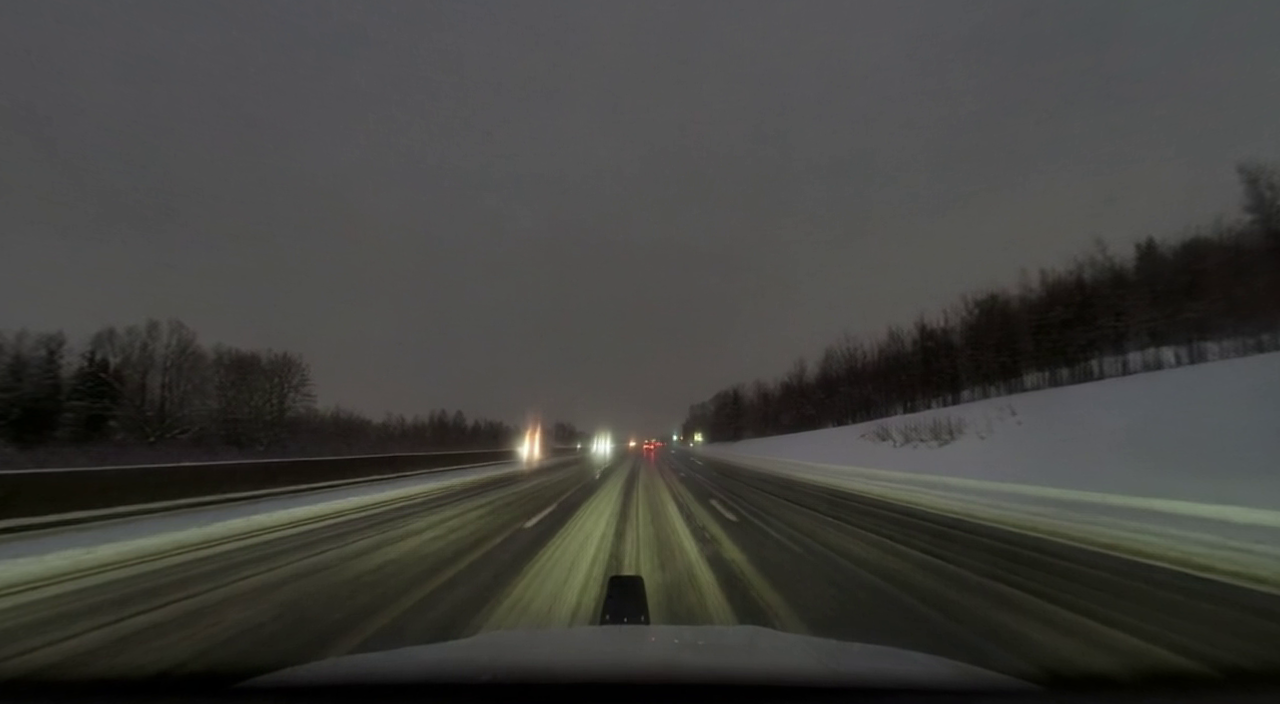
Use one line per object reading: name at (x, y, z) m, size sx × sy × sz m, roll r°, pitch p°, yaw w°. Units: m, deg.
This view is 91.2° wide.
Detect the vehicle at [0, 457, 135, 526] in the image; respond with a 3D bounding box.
vehicle at (-16.918, 3.790, 17.561) m, size 1.968 × 1.630 × 4.318 m, roll 0°, pitch -9°, yaw 0°
